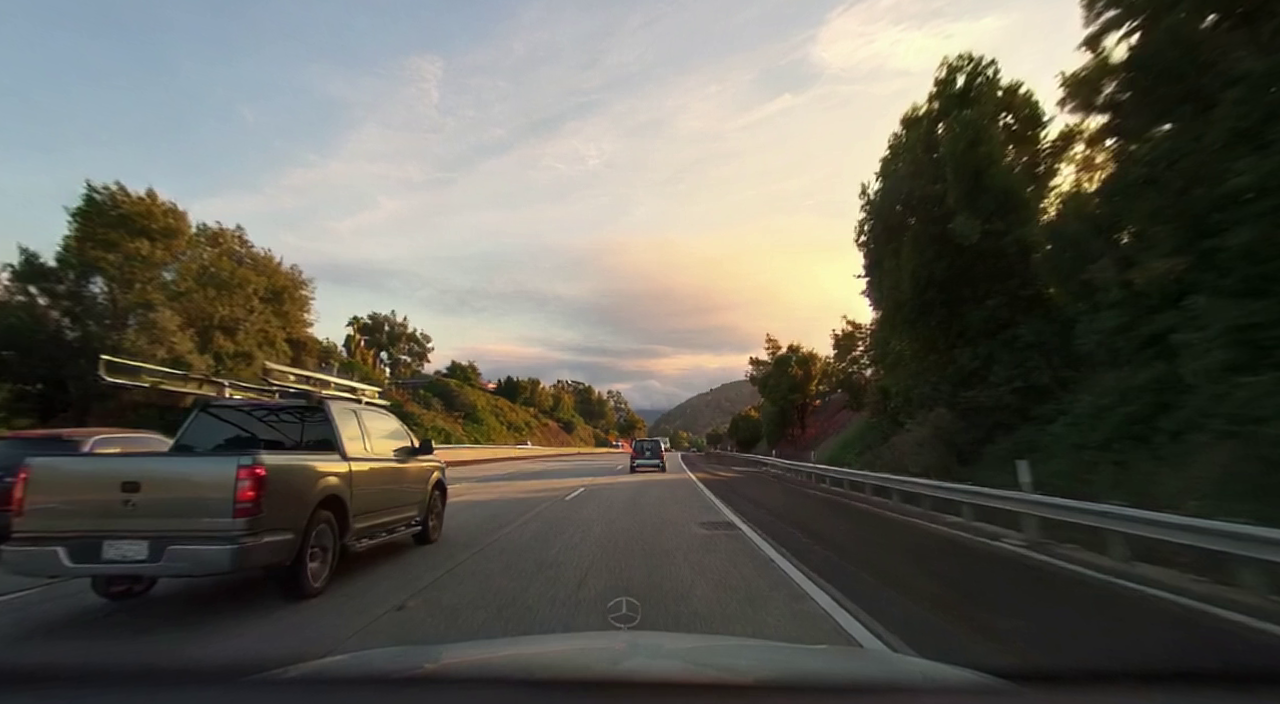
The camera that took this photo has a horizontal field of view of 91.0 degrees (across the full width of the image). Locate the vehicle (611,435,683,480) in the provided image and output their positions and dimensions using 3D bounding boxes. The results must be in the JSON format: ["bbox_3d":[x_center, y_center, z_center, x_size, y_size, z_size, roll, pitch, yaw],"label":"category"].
[{"bbox_3d":[0.289,4.391,26.549,2.715,1.669,5.163,0,-9,1],"label":"vehicle"}]

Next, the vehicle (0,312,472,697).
[{"bbox_3d":[-3.327,1.109,5.681,2.250,1.947,4.860,0,-9,0],"label":"vehicle"}]
